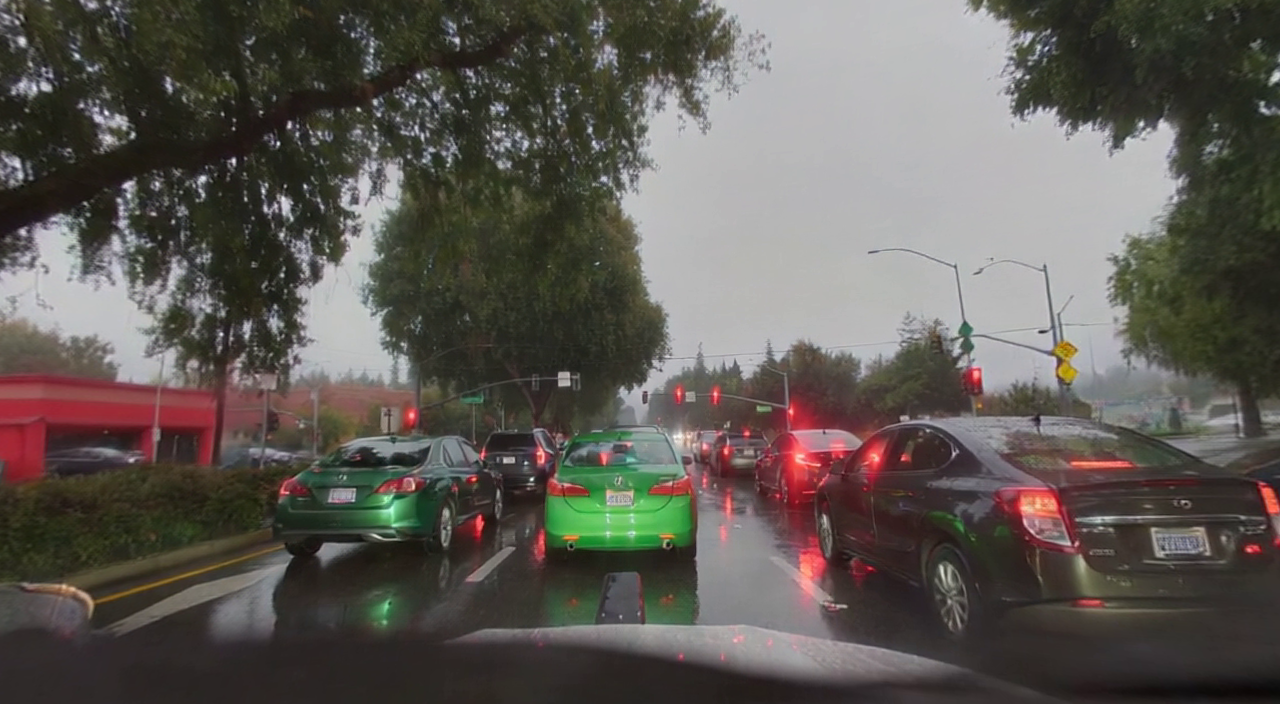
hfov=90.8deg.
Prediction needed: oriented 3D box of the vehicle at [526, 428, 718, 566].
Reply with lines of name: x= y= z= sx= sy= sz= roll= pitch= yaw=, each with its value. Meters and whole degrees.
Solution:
vehicle: x=-0.203 y=1.835 z=8.729 sx=2.041 sy=1.450 sz=3.847 roll=0 pitch=-8 yaw=0

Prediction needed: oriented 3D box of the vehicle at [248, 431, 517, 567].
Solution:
vehicle: x=-3.198 y=1.892 z=8.941 sx=1.917 sy=1.441 sz=4.128 roll=-1 pitch=-8 yaw=2

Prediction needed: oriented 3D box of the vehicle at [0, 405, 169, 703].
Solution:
vehicle: x=-3.354 y=0.708 z=0.854 sx=1.863 sy=1.448 sz=4.697 roll=0 pitch=-8 yaw=-1

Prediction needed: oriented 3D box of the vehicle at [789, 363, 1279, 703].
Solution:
vehicle: x=2.999 y=1.241 z=5.495 sx=2.196 sy=1.676 sz=4.865 roll=0 pitch=-8 yaw=0
